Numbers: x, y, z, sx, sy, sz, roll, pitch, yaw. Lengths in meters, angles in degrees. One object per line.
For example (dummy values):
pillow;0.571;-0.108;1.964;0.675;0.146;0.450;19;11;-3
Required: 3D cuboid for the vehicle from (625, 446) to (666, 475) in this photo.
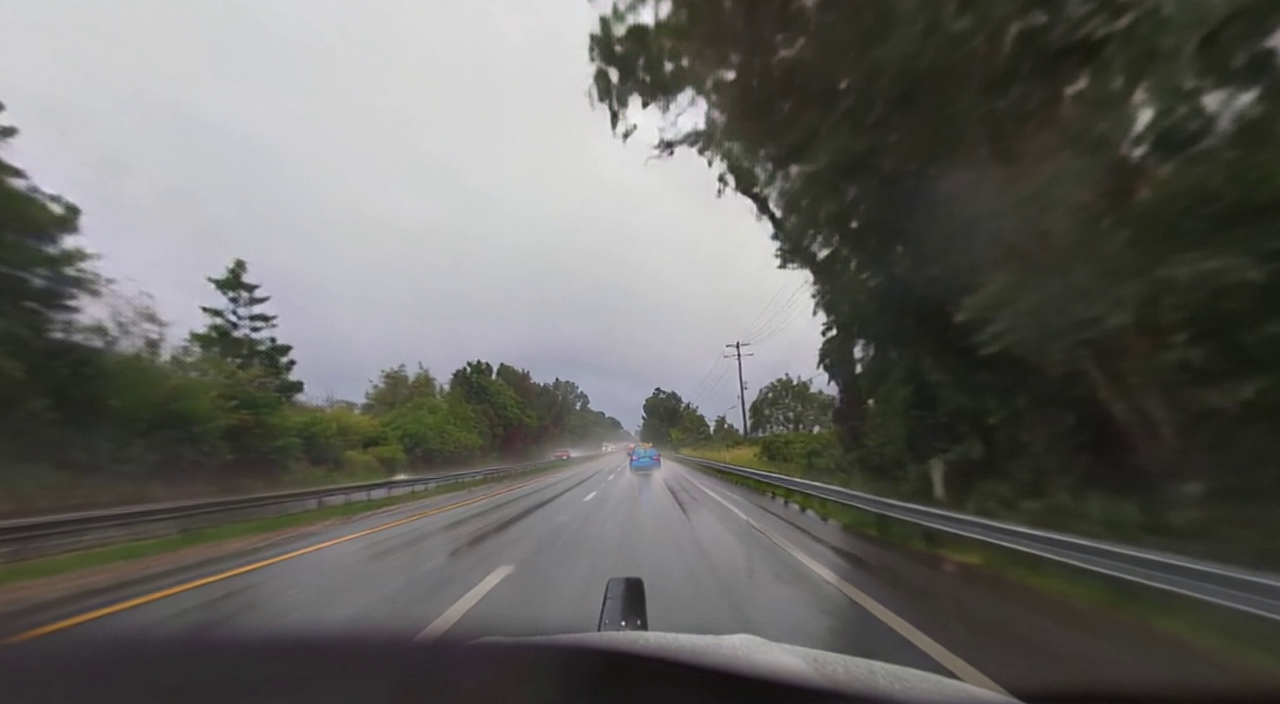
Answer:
vehicle;0.267;5.903;34.353;2.080;1.486;3.813;0;-9;-1
